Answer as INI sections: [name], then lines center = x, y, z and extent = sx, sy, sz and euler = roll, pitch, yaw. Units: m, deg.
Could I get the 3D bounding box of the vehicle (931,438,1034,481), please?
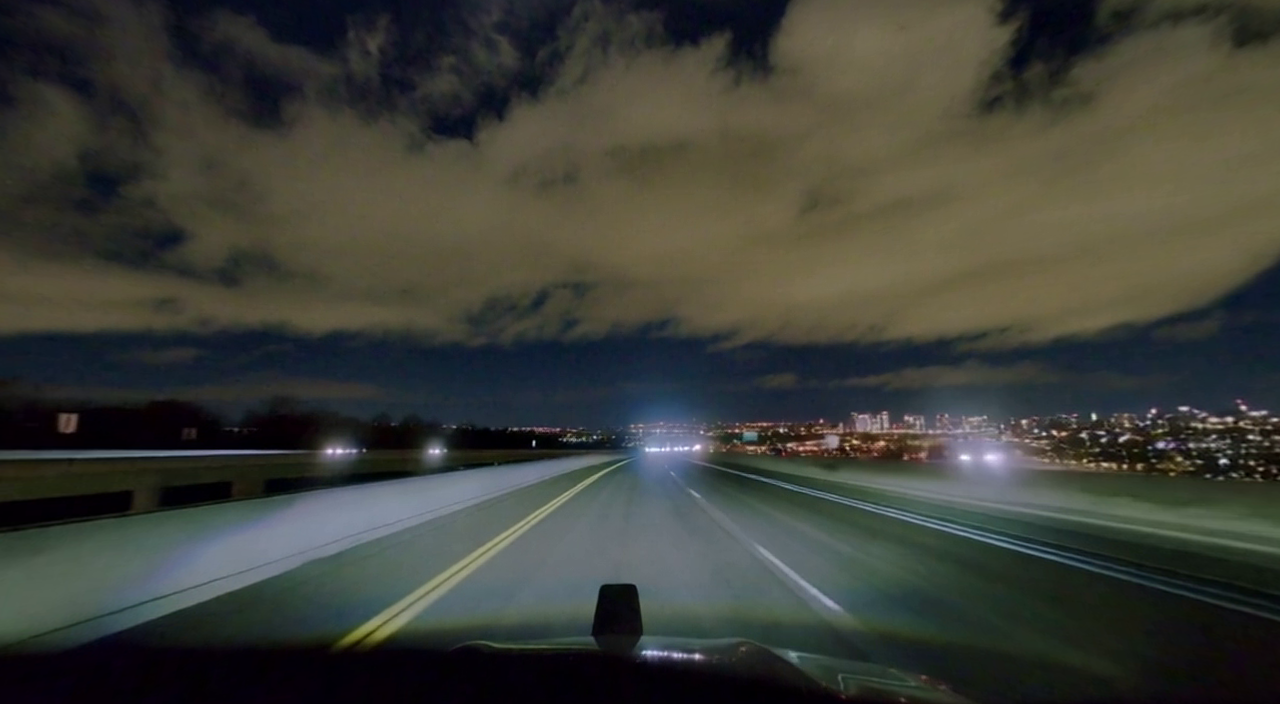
[vehicle]
center = 13.641, 4.273, 25.382
extent = 1.770, 1.578, 3.997
euler = 0, -8, -2
